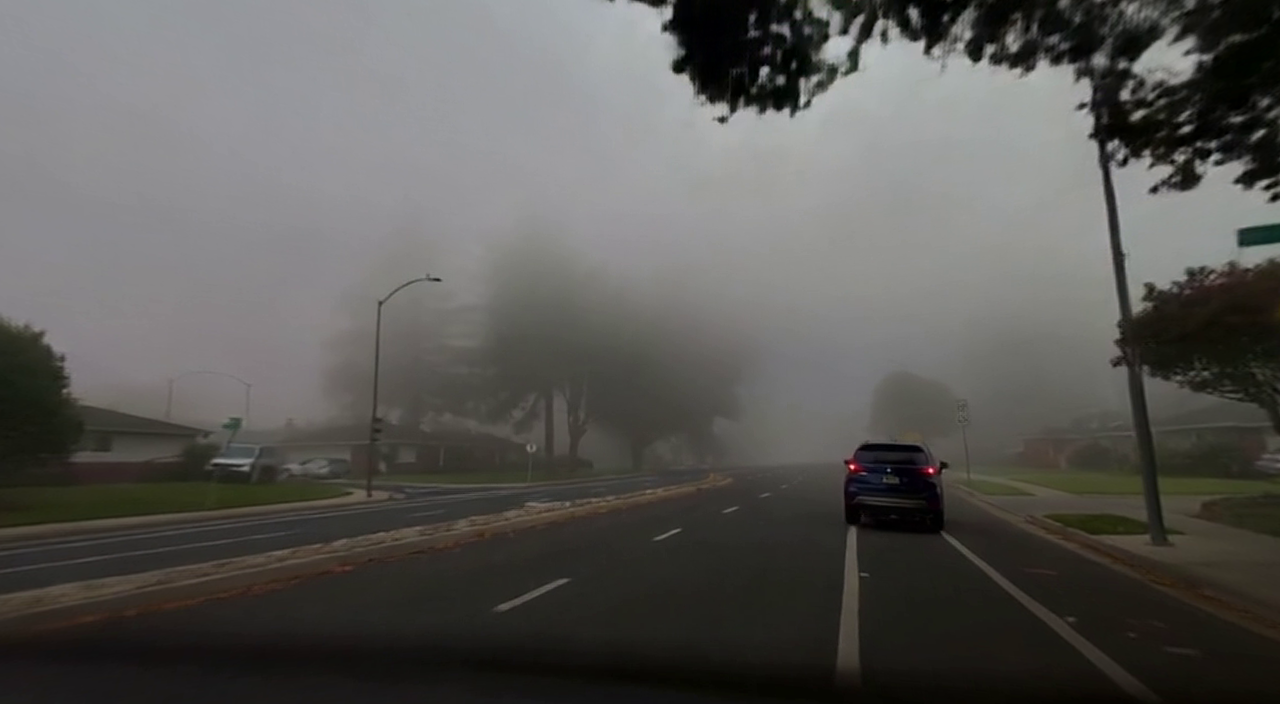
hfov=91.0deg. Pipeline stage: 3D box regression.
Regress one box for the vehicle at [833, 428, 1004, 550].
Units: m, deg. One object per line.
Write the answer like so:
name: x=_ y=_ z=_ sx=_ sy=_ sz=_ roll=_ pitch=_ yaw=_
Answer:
vehicle: x=5.289 y=2.359 z=11.589 sx=2.018 sy=1.733 sz=4.546 roll=-6 pitch=-10 yaw=33

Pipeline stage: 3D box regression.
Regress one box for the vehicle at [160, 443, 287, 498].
vehicle: x=-22.049 y=6.276 z=33.720 sx=2.329 sy=2.631 sz=5.560 roll=-3 pitch=-9 yaw=10

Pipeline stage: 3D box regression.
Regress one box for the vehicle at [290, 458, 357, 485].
vehicle: x=-23.806 y=8.980 z=47.533 sx=1.918 sy=1.796 sz=4.703 roll=-2 pitch=-9 yaw=12
